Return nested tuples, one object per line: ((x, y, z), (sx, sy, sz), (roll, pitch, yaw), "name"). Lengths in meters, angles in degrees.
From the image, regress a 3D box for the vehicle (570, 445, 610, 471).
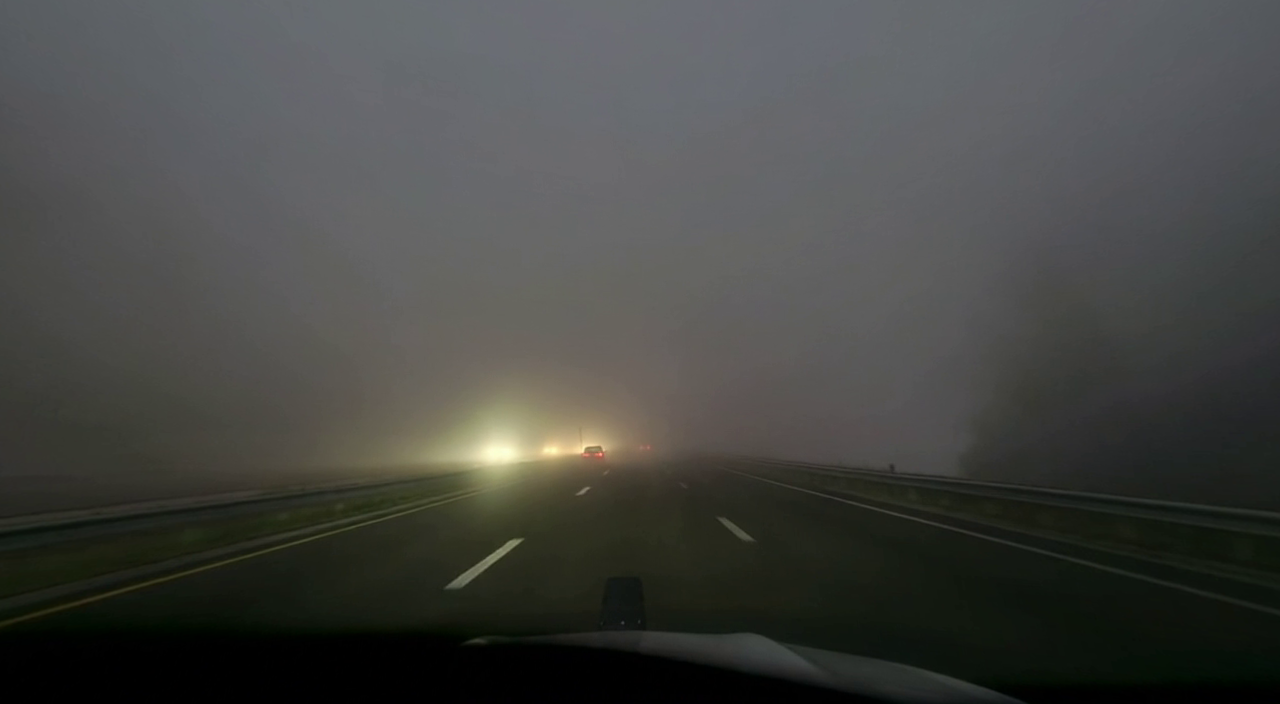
((-2.935, 6.364, 37.946), (1.991, 1.473, 4.707), (0, -9, 0), "vehicle")
